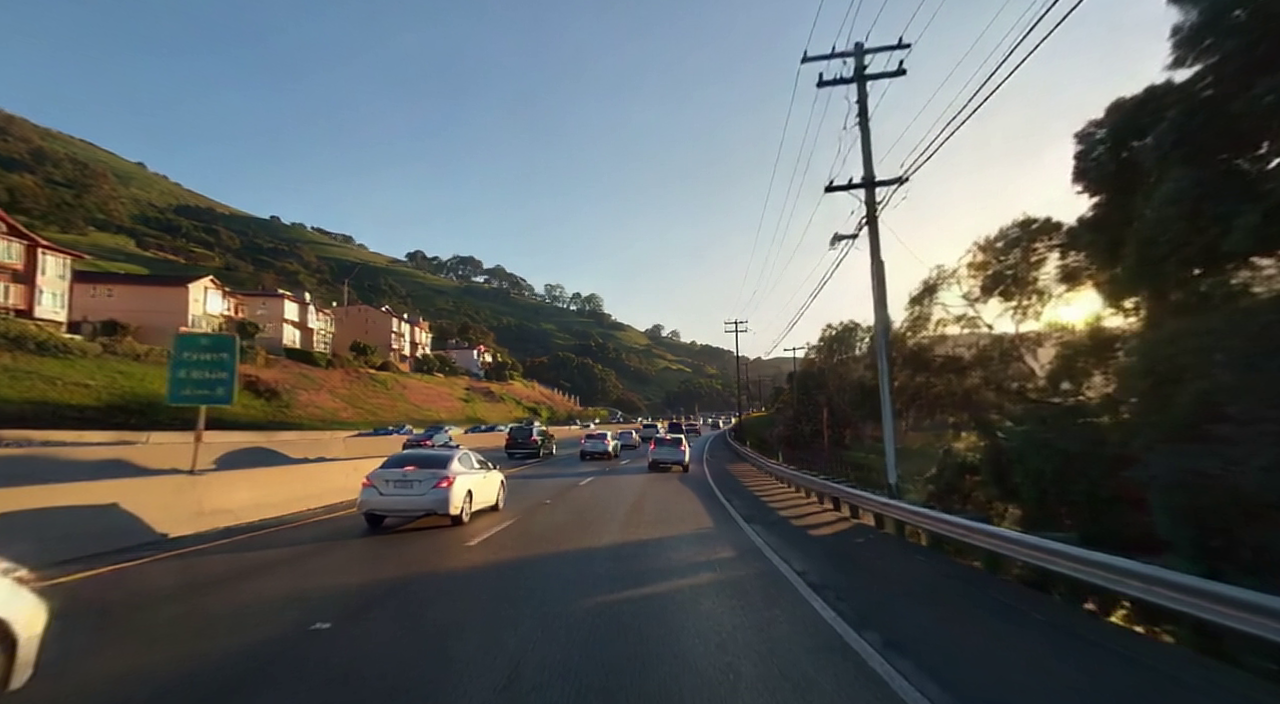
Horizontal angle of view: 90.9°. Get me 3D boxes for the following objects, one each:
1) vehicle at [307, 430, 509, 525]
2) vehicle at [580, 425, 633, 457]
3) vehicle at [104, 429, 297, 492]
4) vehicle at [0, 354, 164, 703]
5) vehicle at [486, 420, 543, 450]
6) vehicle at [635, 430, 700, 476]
[{"bbox_3d":[-4.180,2.337,12.425,1.956,1.478,4.789,-1,-8,3],"label":"vehicle"},{"bbox_3d":[-1.786,4.958,34.917,2.121,1.639,4.383,-1,-8,8],"label":"vehicle"},{"bbox_3d":[-12.748,3.175,18.775,1.986,1.622,4.548,-2,-8,10],"label":"vehicle"},{"bbox_3d":[-4.134,0.721,1.794,2.079,1.763,4.295,0,-8,2],"label":"vehicle"},{"bbox_3d":[-8.300,5.565,42.002,2.080,1.833,4.461,-2,-9,12],"label":"vehicle"},{"bbox_3d":[1.020,3.585,22.615,2.109,1.495,3.935,-1,-8,4],"label":"vehicle"}]
